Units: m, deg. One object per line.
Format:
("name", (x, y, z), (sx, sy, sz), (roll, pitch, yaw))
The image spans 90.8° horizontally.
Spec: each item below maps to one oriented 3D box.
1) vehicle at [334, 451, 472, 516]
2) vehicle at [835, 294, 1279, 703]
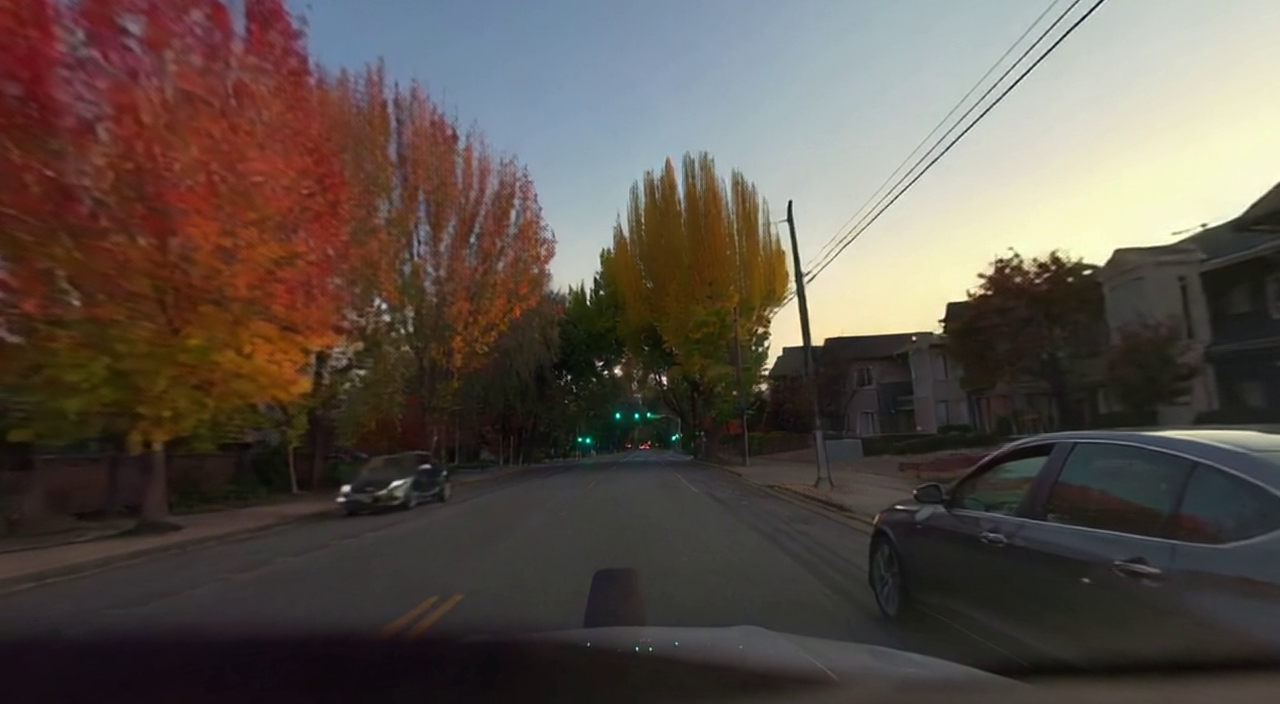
("vehicle", (-6.259, 3.496, 17.385), (2.031, 1.521, 4.538), (0, -9, 0))
("vehicle", (2.954, 0.963, 3.338), (2.224, 1.791, 4.834), (0, -9, -1))
